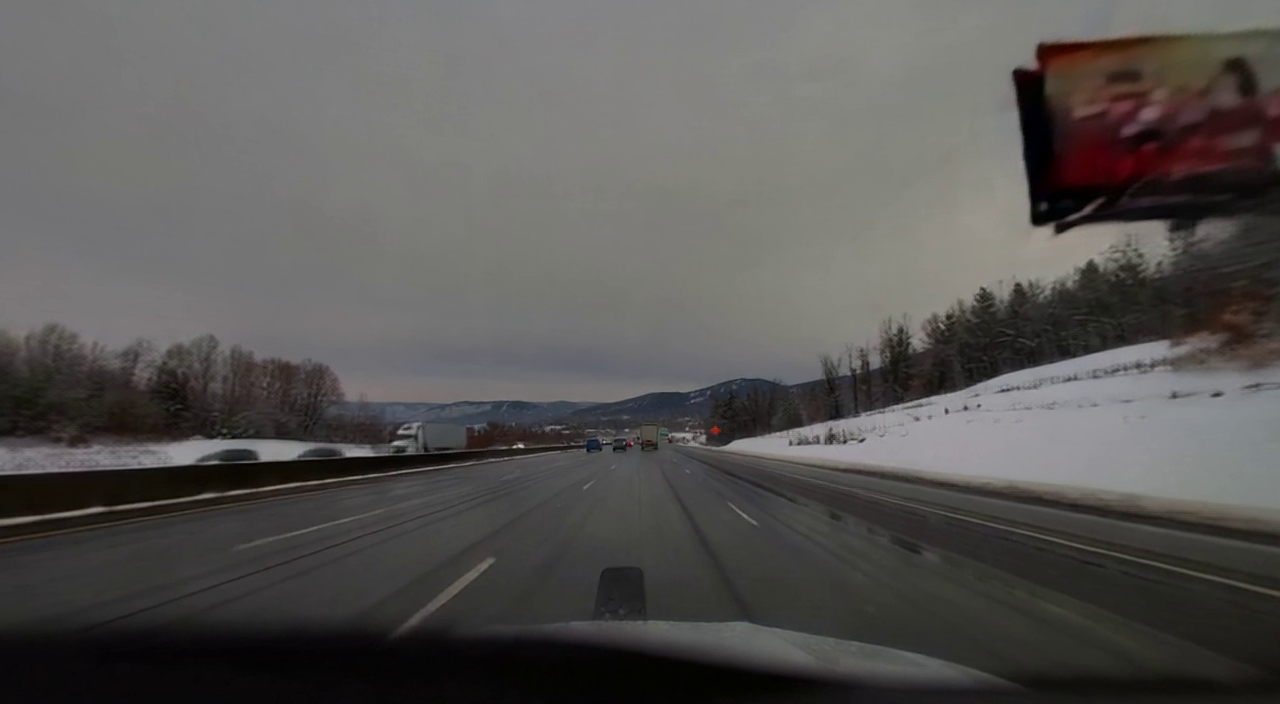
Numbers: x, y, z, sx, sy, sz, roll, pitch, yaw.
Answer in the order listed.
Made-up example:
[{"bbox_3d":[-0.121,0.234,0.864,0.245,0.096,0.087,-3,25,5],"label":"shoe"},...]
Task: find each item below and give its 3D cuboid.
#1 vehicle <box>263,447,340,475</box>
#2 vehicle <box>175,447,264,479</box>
[{"bbox_3d":[-20.556,6.600,38.580,1.973,1.580,4.750,0,-8,1],"label":"vehicle"},{"bbox_3d":[-24.412,6.443,36.885,1.938,1.671,4.653,0,-8,1],"label":"vehicle"}]
